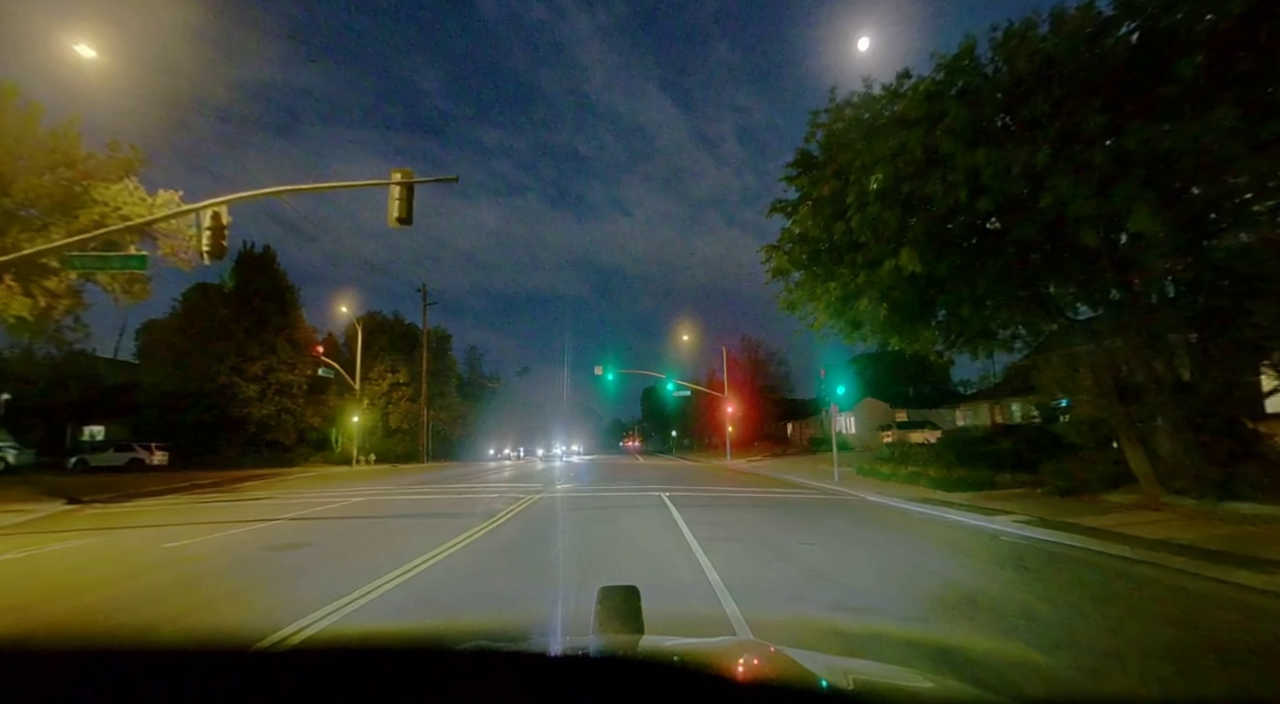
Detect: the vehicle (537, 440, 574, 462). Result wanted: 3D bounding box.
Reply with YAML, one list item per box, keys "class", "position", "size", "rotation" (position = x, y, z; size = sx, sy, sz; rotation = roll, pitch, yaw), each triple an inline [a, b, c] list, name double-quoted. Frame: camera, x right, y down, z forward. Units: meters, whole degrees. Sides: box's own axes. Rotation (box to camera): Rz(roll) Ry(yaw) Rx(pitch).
- class: "vehicle"
  position: [-5.867, 6.923, 44.391]
  size: [2.003, 1.462, 4.220]
  rotation: [0, -8, 1]

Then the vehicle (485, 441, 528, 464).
- class: "vehicle"
  position: [-9.278, 7.022, 44.309]
  size: [1.985, 1.475, 4.383]
  rotation: [0, -8, 1]

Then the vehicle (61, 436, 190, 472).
- class: "vehicle"
  position: [-27.068, 5.379, 33.389]
  size: [4.802, 1.776, 2.090]
  rotation: [1, -8, -6]
